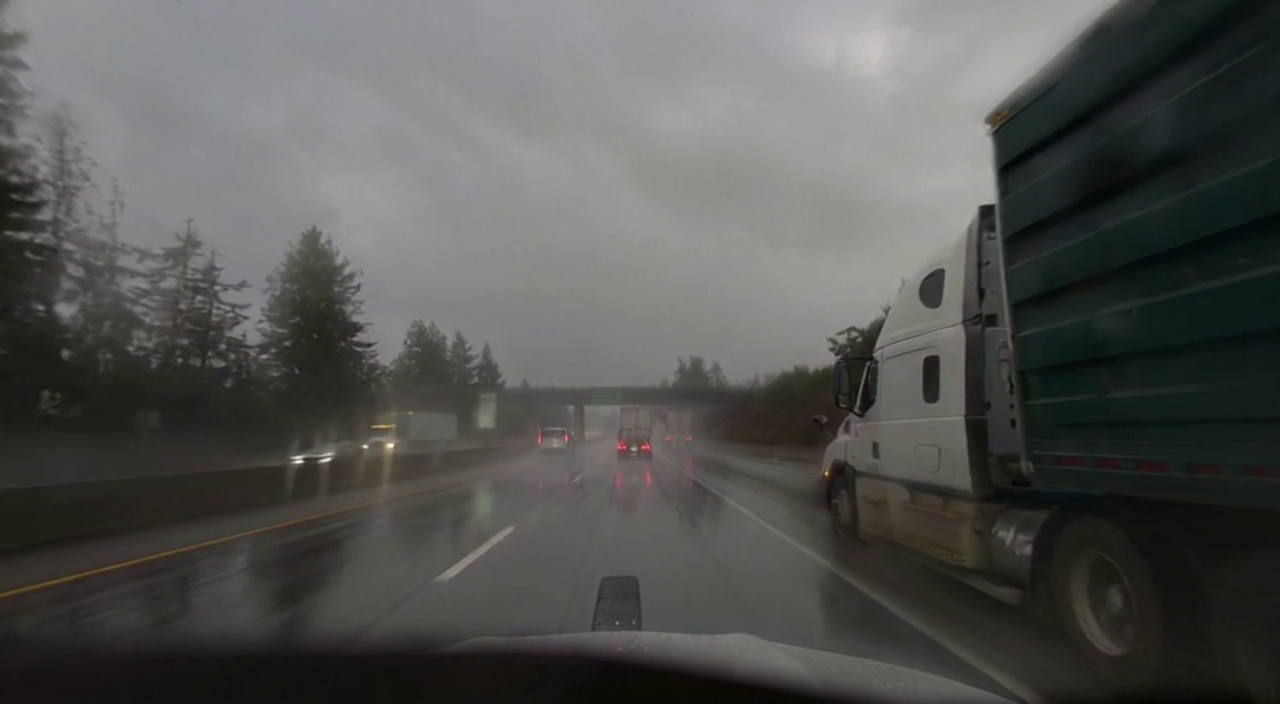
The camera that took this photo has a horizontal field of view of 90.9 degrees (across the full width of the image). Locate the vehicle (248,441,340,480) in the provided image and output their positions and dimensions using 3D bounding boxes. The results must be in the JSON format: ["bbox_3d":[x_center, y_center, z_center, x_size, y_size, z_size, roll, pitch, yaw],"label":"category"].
[{"bbox_3d":[-16.374,5.126,30.119,1.938,1.653,4.297,0,-8,0],"label":"vehicle"}]

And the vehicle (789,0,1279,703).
[{"bbox_3d":[3.652,0.233,5.110,2.783,3.483,7.836,0,-8,-1],"label":"vehicle"}]

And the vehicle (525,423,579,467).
[{"bbox_3d":[-4.277,4.602,31.330,2.013,1.961,4.692,0,-8,0],"label":"vehicle"}]

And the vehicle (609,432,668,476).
[{"bbox_3d":[-0.082,3.825,23.900,2.059,1.522,3.693,0,-8,-1],"label":"vehicle"}]
